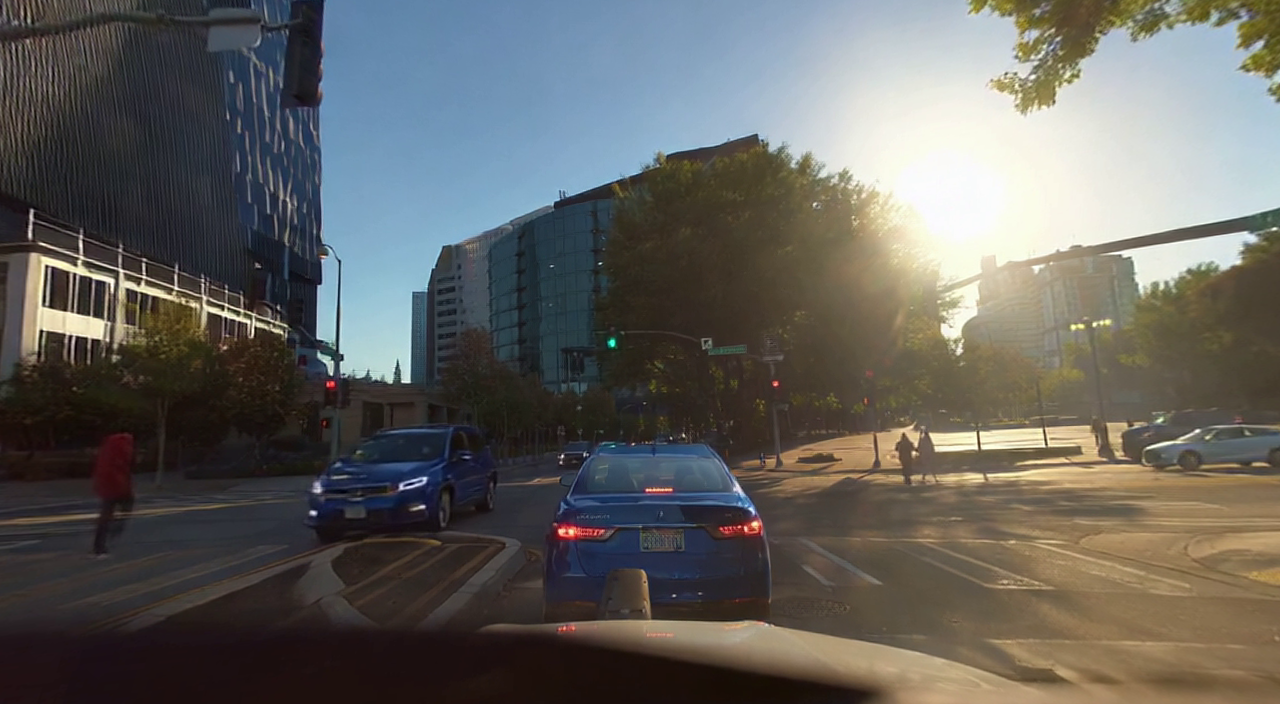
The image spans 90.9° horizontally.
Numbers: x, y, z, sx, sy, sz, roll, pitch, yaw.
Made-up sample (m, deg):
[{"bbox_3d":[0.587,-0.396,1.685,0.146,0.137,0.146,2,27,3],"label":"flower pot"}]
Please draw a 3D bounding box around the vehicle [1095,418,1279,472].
[{"bbox_3d":[19.141,3.267,22.212,4.675,1.772,1.945,0,-8,-1],"label":"vehicle"}]

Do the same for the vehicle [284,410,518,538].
[{"bbox_3d":[-4.193,2.269,12.434,2.317,1.924,5.518,0,-8,2],"label":"vehicle"}]

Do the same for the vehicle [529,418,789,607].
[{"bbox_3d":[-0.138,1.647,7.478,1.893,1.532,4.145,2,-9,-15],"label":"vehicle"}]
